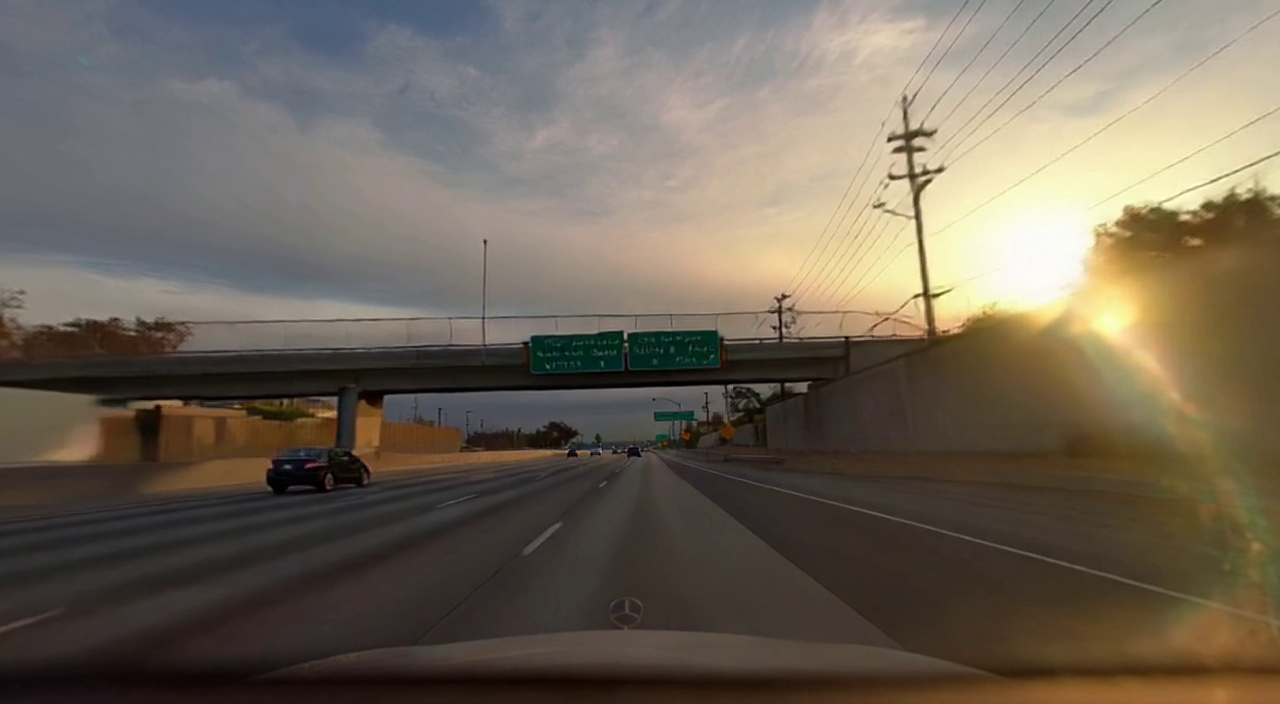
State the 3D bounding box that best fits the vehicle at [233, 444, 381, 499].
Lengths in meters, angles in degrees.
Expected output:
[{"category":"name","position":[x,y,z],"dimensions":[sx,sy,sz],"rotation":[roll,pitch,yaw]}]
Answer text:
[{"category":"vehicle","position":[-10.128,3.624,19.667],"dimensions":[2.056,1.476,4.562],"rotation":[0,-8,1]}]
